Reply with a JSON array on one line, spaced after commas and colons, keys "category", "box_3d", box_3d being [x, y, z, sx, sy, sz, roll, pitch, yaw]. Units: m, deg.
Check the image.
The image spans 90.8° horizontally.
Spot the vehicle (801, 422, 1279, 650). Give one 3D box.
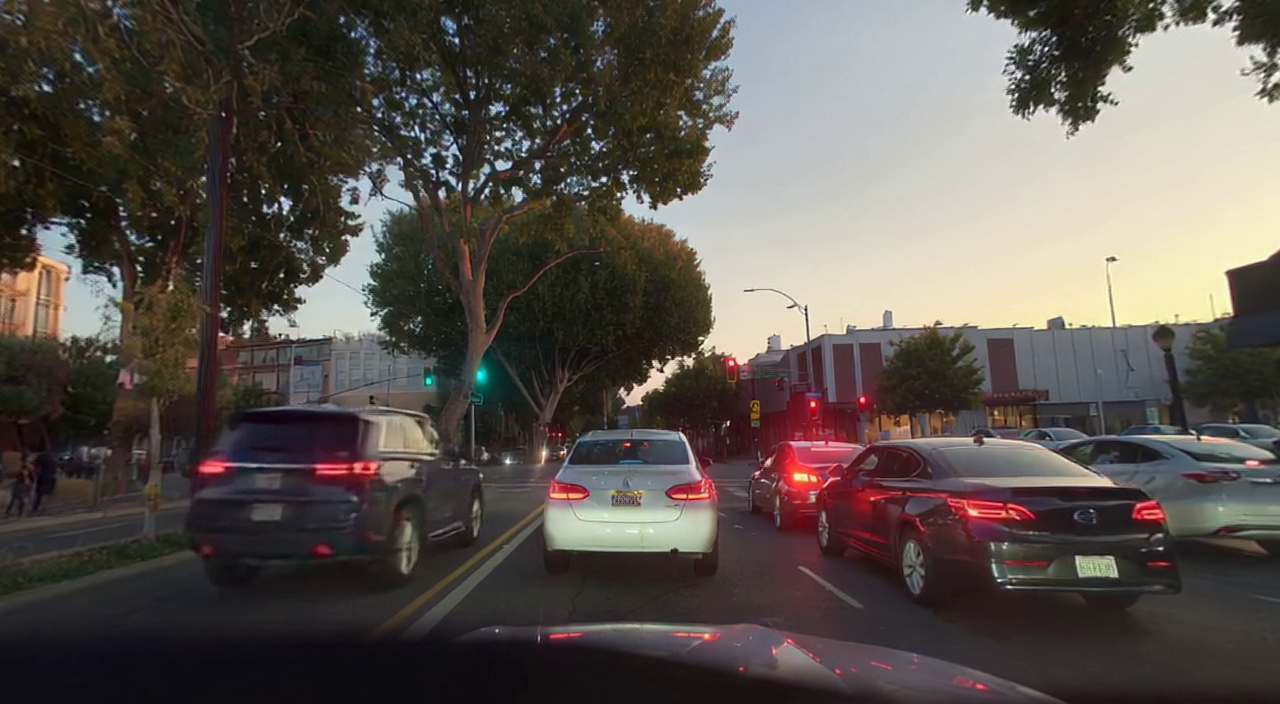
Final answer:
[{"category": "vehicle", "box_3d": [3.225, 1.538, 6.444, 1.912, 1.454, 4.537, 0, -9, -1]}]

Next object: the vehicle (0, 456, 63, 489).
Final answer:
[{"category": "vehicle", "box_3d": [-31.717, 6.005, 31.570, 1.913, 1.531, 4.000, -9, -12, 44]}]

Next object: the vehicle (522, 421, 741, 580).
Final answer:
[{"category": "vehicle", "box_3d": [-0.113, 1.747, 8.211, 2.118, 1.512, 4.013, 0, -9, -1]}]

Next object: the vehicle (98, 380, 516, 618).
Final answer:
[{"category": "vehicle", "box_3d": [-3.076, 1.508, 7.447, 2.223, 1.840, 4.919, 0, -9, 0]}]
